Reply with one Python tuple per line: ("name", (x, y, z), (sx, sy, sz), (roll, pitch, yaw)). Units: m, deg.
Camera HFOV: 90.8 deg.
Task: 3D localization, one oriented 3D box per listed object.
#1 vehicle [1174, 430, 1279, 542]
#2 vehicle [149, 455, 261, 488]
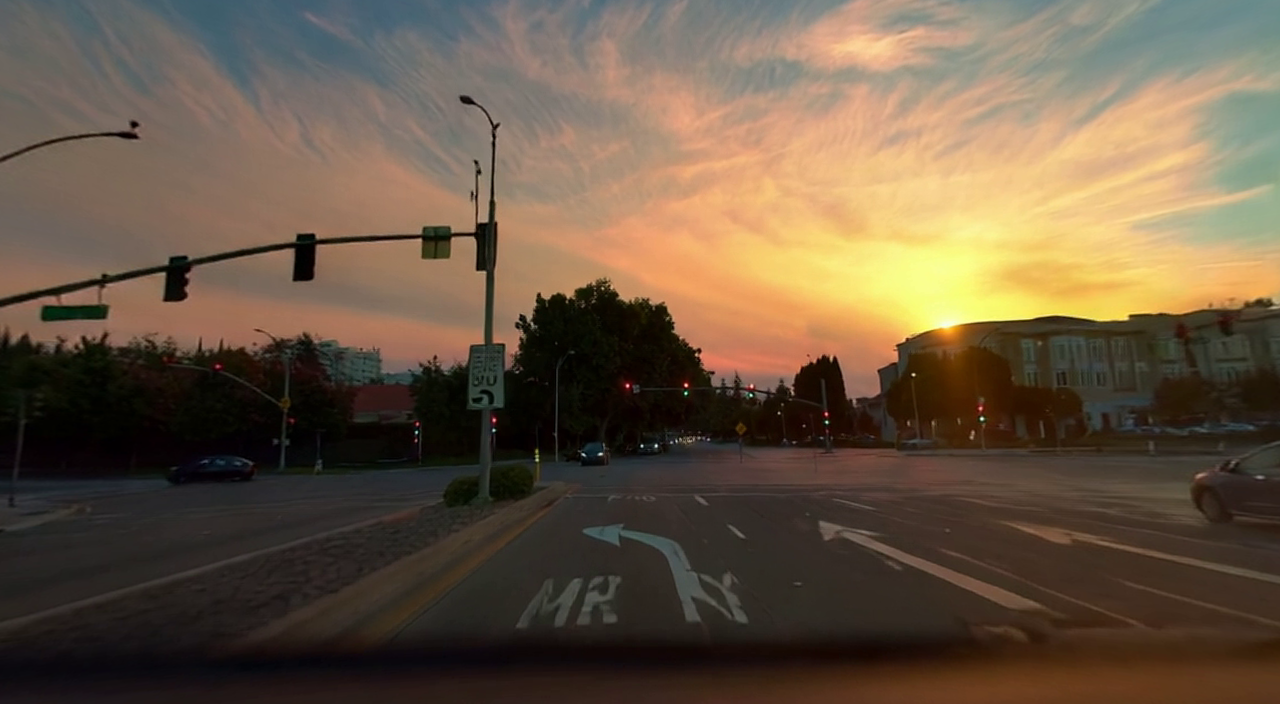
("vehicle", (9.701, 1.734, 8.012), (1.933, 1.500, 4.458), (0, -9, 0))
("vehicle", (-24.402, 6.715, 35.567), (4.706, 1.734, 2.253), (-1, -9, 6))
